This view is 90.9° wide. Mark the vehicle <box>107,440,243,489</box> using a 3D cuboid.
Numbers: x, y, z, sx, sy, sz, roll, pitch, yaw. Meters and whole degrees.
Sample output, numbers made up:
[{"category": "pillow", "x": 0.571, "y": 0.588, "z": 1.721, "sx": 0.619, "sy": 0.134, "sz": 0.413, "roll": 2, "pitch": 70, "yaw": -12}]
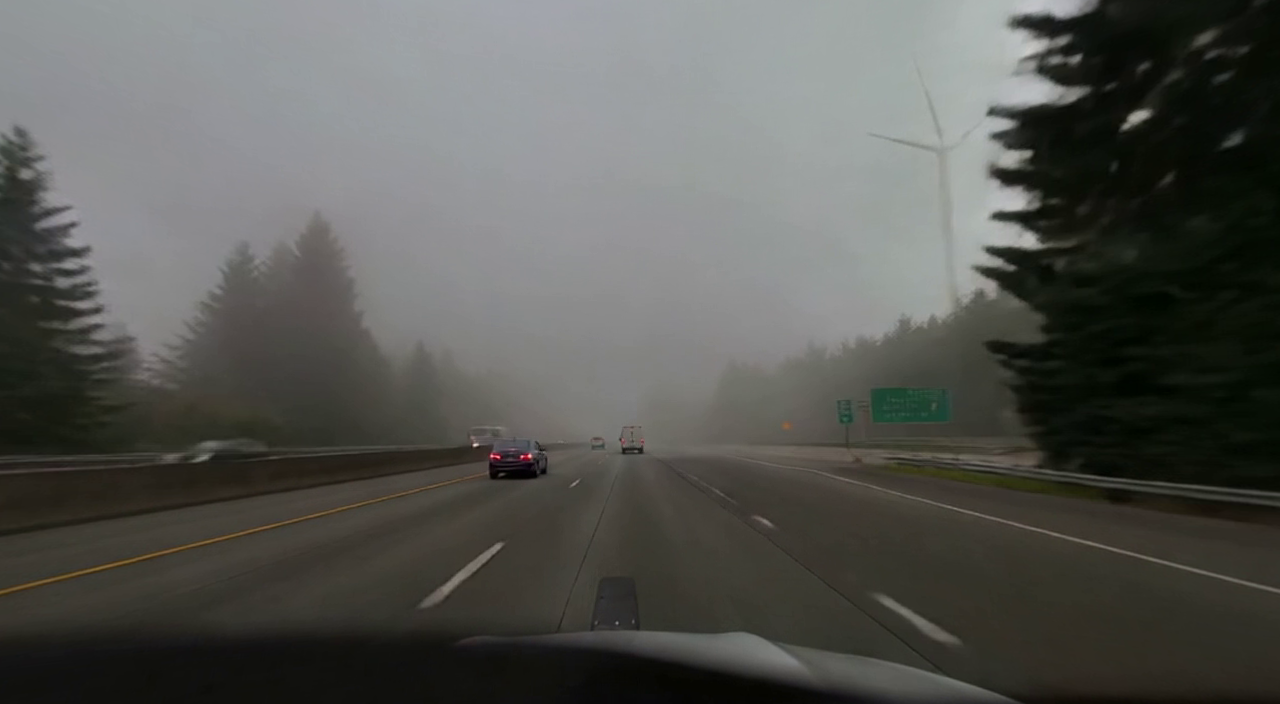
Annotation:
[{"category": "vehicle", "x": -16.983, "y": 4.074, "z": 23.302, "sx": 1.890, "sy": 1.622, "sz": 4.117, "roll": 0, "pitch": -8, "yaw": -1}]

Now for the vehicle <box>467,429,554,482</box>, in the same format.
[{"category": "vehicle", "x": -4.066, "y": 3.309, "z": 20.425, "sx": 1.950, "sy": 1.511, "sz": 3.965, "roll": 0, "pitch": -8, "yaw": 0}]
